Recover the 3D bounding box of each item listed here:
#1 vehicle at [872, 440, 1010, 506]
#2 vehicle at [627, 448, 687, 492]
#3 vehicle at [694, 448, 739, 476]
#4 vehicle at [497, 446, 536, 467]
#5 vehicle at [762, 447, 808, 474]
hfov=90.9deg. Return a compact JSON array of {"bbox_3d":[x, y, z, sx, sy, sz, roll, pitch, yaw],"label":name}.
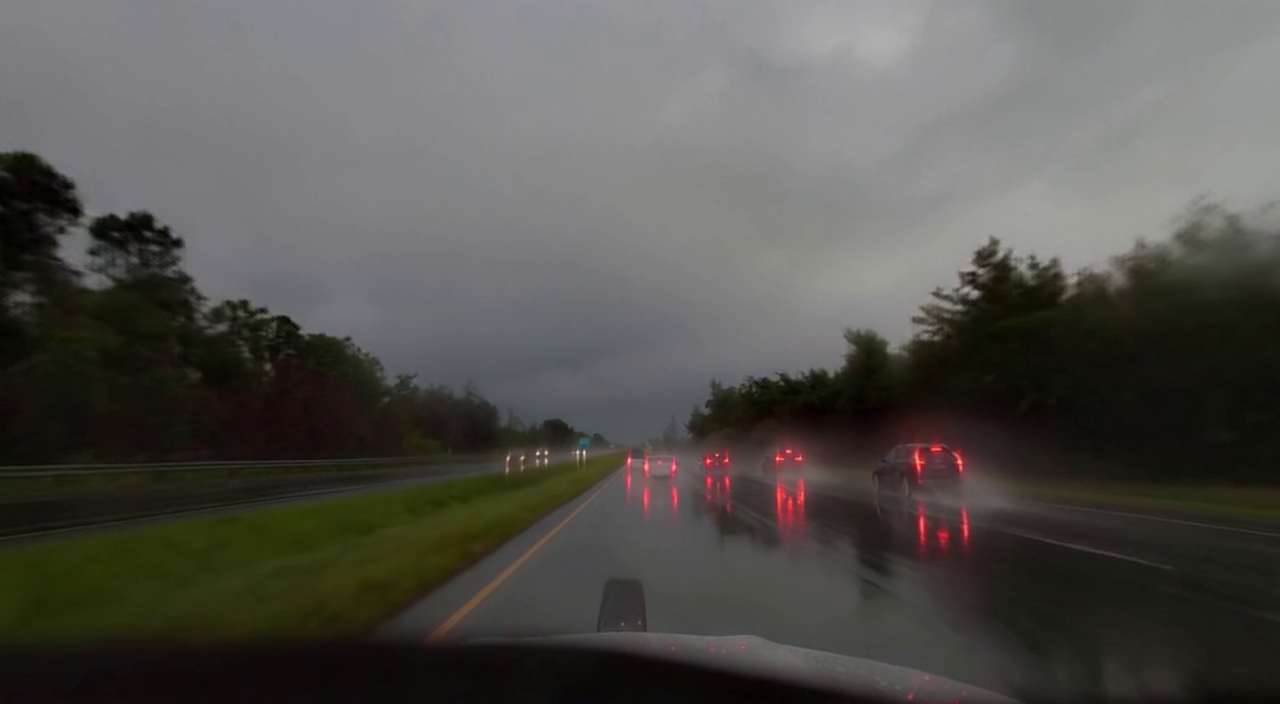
[{"bbox_3d":[7.983,3.230,17.163,1.847,1.554,3.752,0,-9,0],"label":"vehicle"},{"bbox_3d":[0.575,4.243,22.928,2.020,1.426,3.702,0,-9,0],"label":"vehicle"},{"bbox_3d":[4.268,6.235,35.918,1.981,1.518,4.029,0,-9,-1],"label":"vehicle"},{"bbox_3d":[-9.301,7.941,47.946,1.990,1.466,4.544,0,-9,1],"label":"vehicle"},{"bbox_3d":[9.060,6.789,39.611,1.957,1.594,3.632,0,-9,-1],"label":"vehicle"}]
